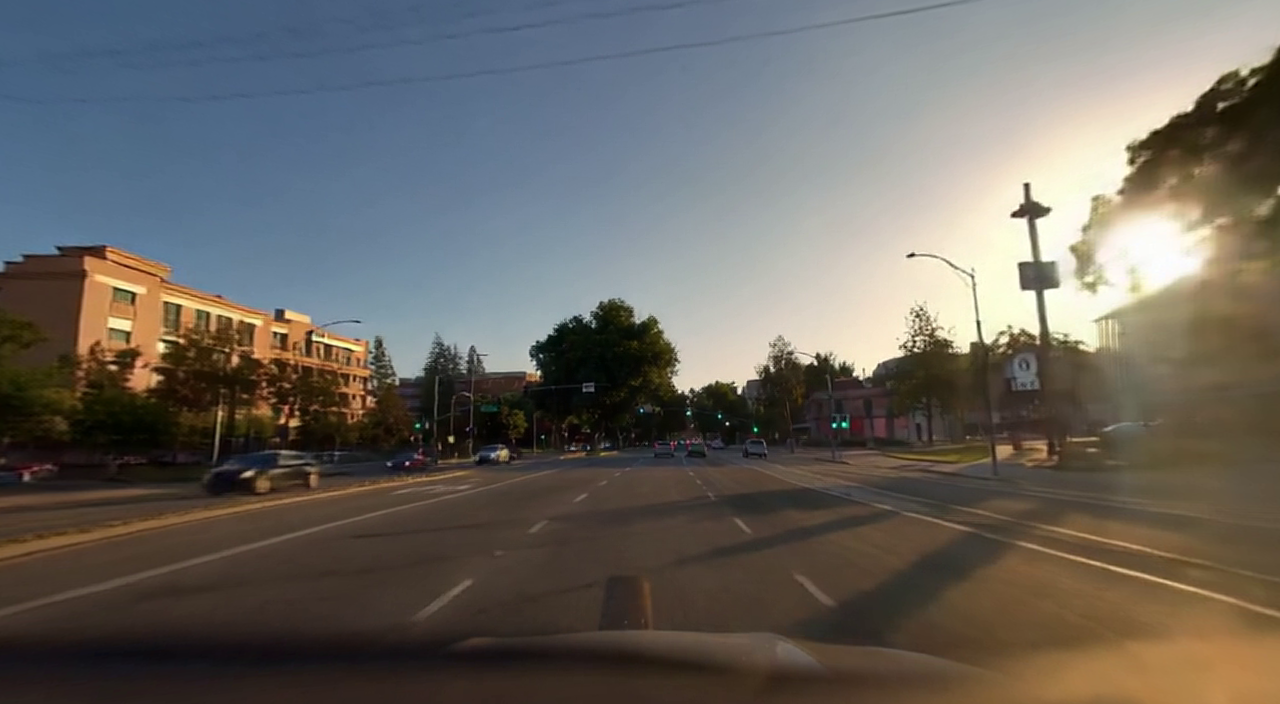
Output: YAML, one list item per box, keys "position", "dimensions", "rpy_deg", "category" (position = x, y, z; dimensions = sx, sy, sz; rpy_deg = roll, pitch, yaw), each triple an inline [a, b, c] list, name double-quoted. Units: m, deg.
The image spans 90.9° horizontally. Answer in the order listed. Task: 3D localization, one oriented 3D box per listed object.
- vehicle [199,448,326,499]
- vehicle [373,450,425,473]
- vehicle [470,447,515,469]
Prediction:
- position: [-13.943, 4.461, 23.683]
  dimensions: [1.940, 1.690, 4.447]
  rpy_deg: [0, -9, 1]
  category: "vehicle"
- position: [-17.554, 7.991, 46.181]
  dimensions: [1.939, 1.500, 4.547]
  rpy_deg: [-1, -9, 1]
  category: "vehicle"
- position: [-10.442, 7.515, 44.987]
  dimensions: [1.943, 1.463, 4.707]
  rpy_deg: [-1, -9, 2]
  category: "vehicle"
